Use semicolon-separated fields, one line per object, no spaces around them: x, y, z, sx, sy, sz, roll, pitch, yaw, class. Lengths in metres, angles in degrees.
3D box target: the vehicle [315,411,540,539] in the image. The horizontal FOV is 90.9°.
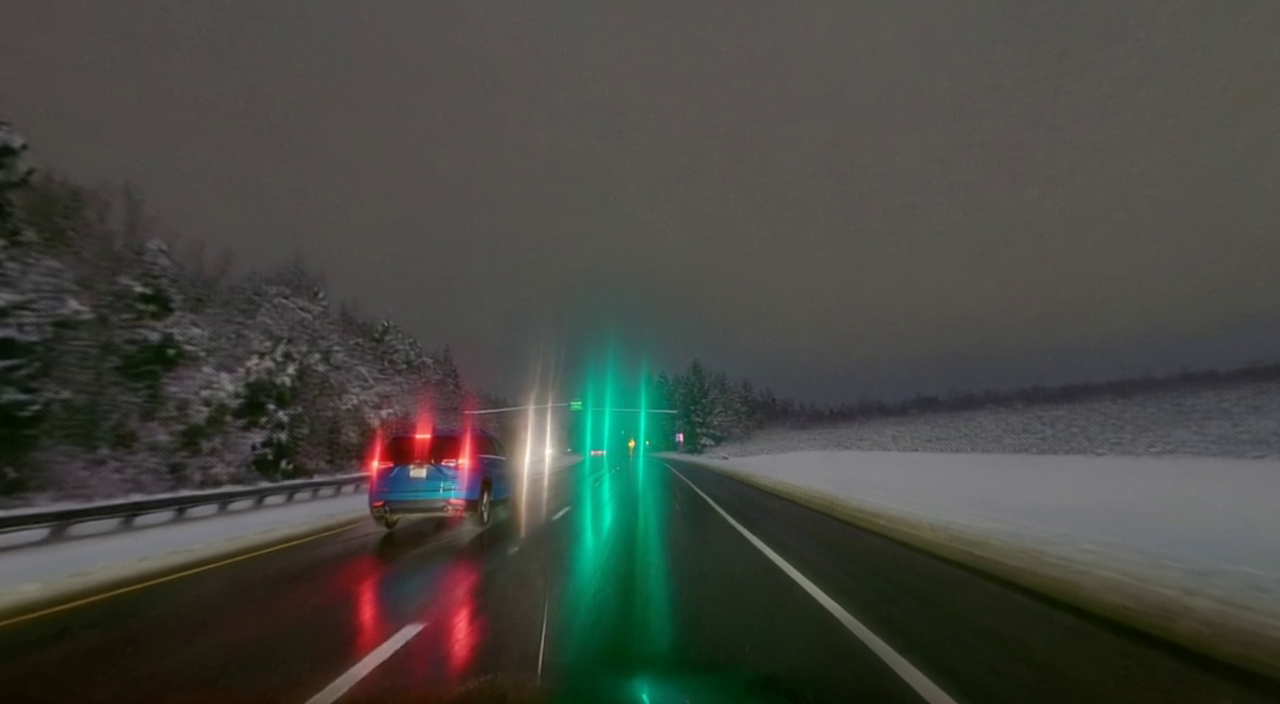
-3.506;2.158;11.759;2.336;1.857;4.986;0;-8;1;vehicle
